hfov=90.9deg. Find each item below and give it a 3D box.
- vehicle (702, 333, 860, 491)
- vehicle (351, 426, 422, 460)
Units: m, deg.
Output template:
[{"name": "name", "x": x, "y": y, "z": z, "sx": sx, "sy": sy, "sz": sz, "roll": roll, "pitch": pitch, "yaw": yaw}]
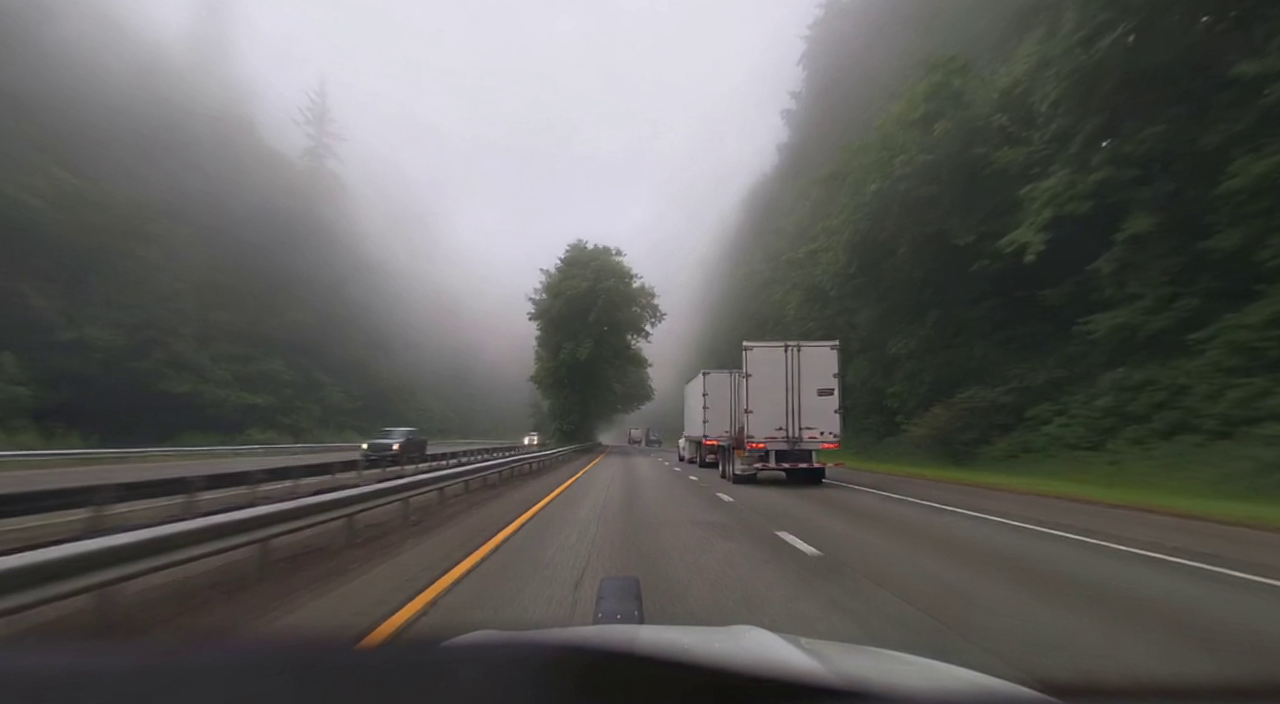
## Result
[{"name": "vehicle", "x": 3.959, "y": 2.058, "z": 20.212, "sx": 2.861, "sy": 3.991, "sz": 8.583, "roll": 0, "pitch": -8, "yaw": -1}, {"name": "vehicle", "x": -12.592, "y": 4.543, "z": 31.591, "sx": 1.881, "sy": 1.542, "sz": 4.065, "roll": 0, "pitch": -8, "yaw": -1}]
